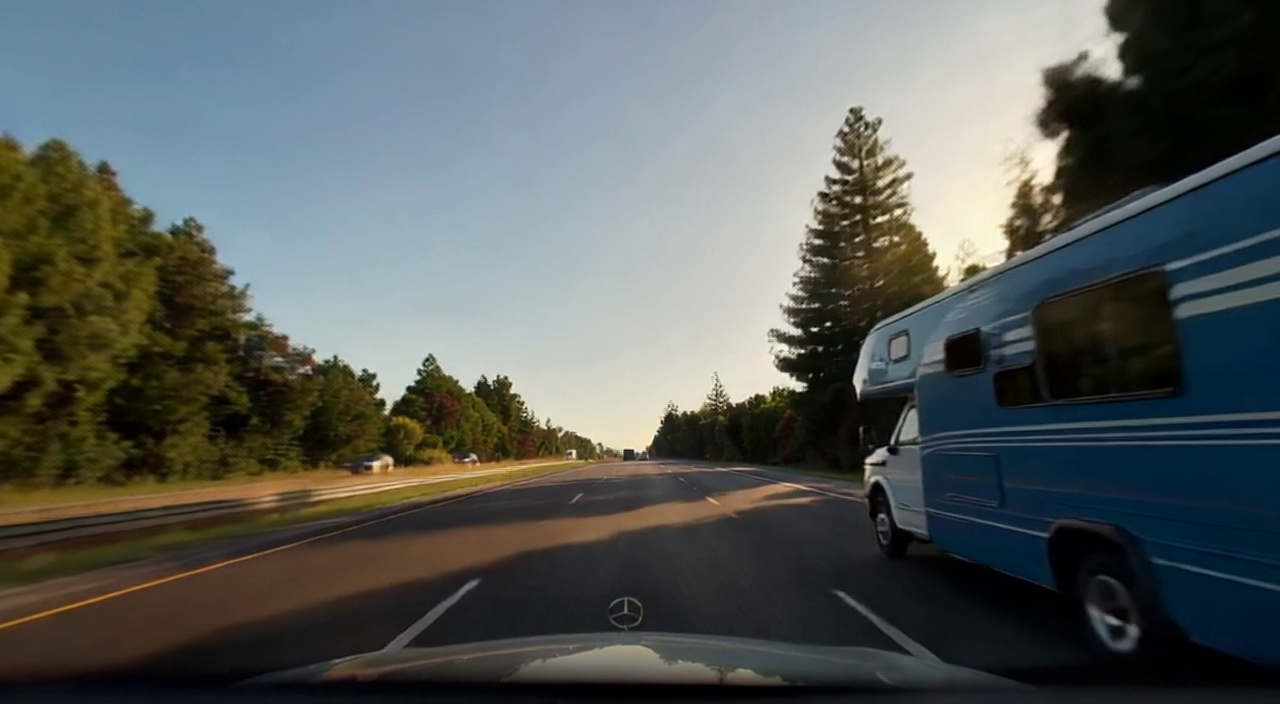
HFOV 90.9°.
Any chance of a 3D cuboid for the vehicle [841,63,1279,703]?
[{"bbox_3d":[3.745,0.559,4.308,2.556,2.763,6.287,0,-9,-1],"label":"vehicle"}]
